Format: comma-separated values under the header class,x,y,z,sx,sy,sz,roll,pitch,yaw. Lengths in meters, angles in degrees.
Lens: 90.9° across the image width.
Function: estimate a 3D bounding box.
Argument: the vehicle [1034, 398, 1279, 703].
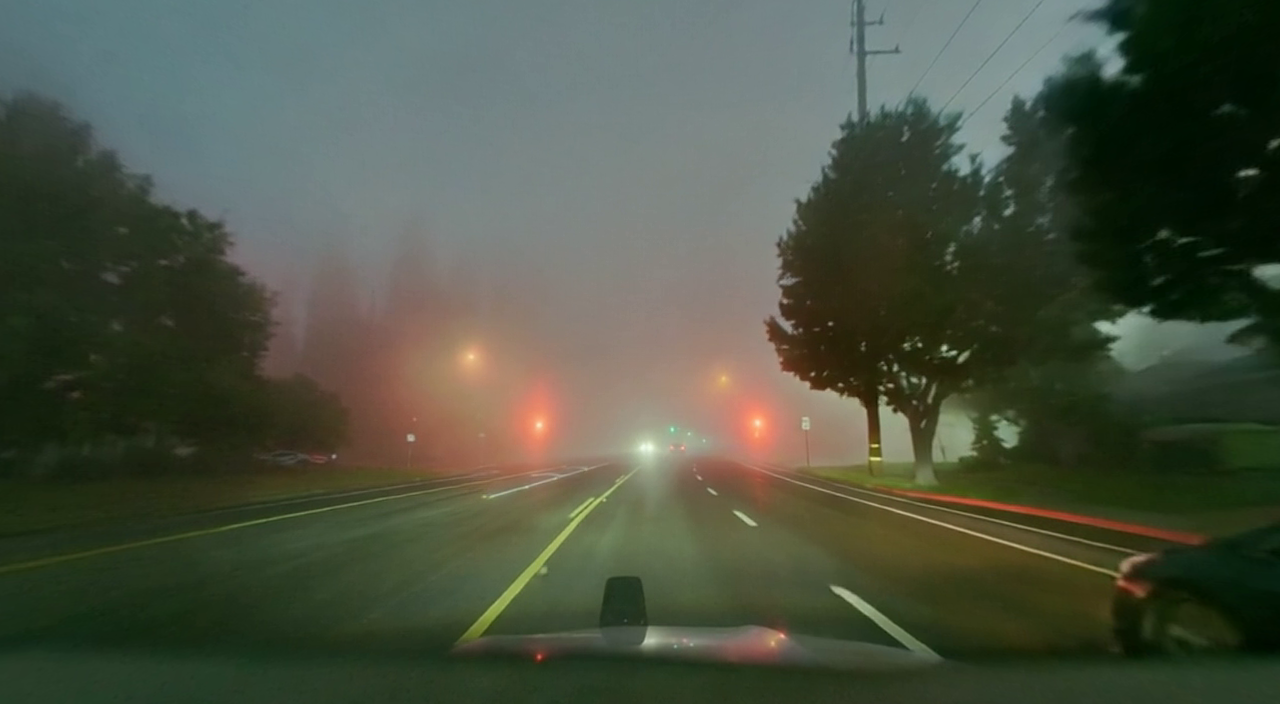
class,x,y,z,sx,sy,sz,roll,pitch,yaw
vehicle,3.235,0.775,1.279,2.134,1.476,4.327,0,-8,1
